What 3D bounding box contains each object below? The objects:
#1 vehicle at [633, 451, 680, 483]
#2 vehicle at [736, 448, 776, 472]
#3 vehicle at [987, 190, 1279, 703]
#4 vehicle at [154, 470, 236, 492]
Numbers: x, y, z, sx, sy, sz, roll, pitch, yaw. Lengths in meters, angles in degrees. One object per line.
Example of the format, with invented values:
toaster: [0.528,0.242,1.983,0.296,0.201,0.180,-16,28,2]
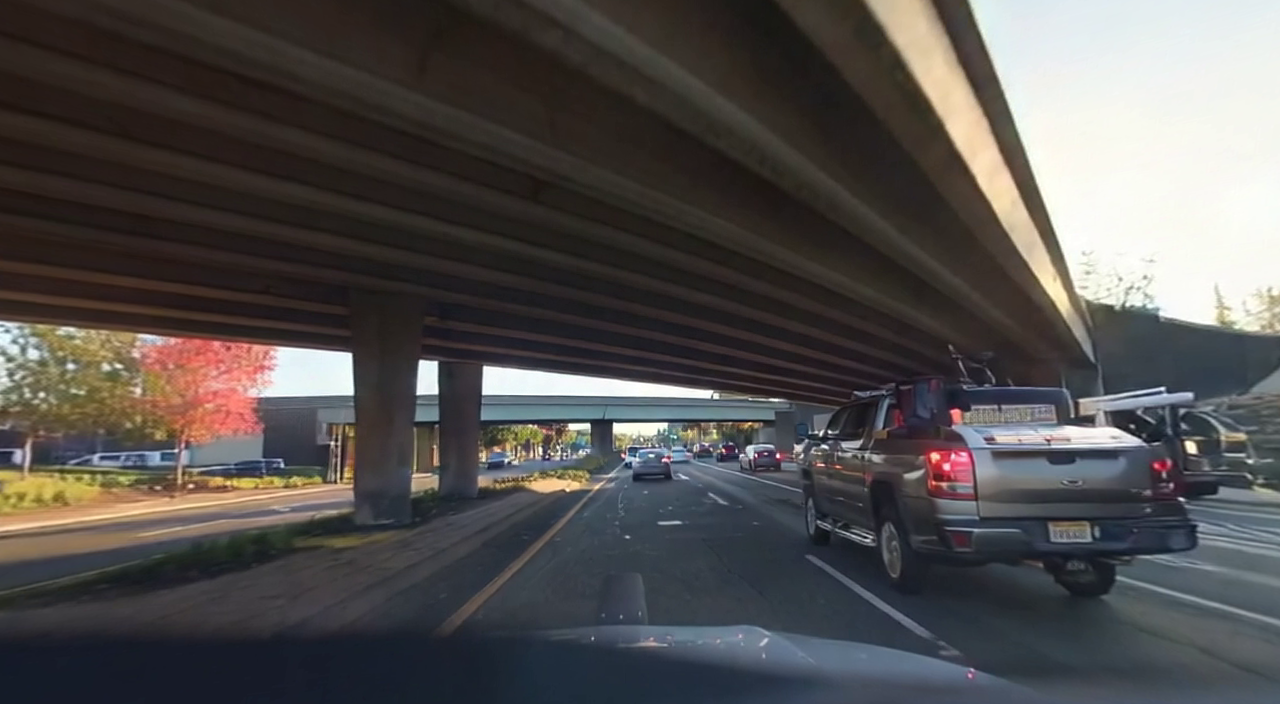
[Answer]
vehicle: [0.716,5.248,29.066,2.027,1.341,3.775,0,-9,0]
vehicle: [7.672,7.184,42.130,1.890,1.478,4.093,0,-9,0]
vehicle: [3.488,0.500,1.401,2.588,2.321,4.927,0,-9,0]
vehicle: [-32.219,9.328,45.819,4.407,1.431,2.025,-1,-8,2]
